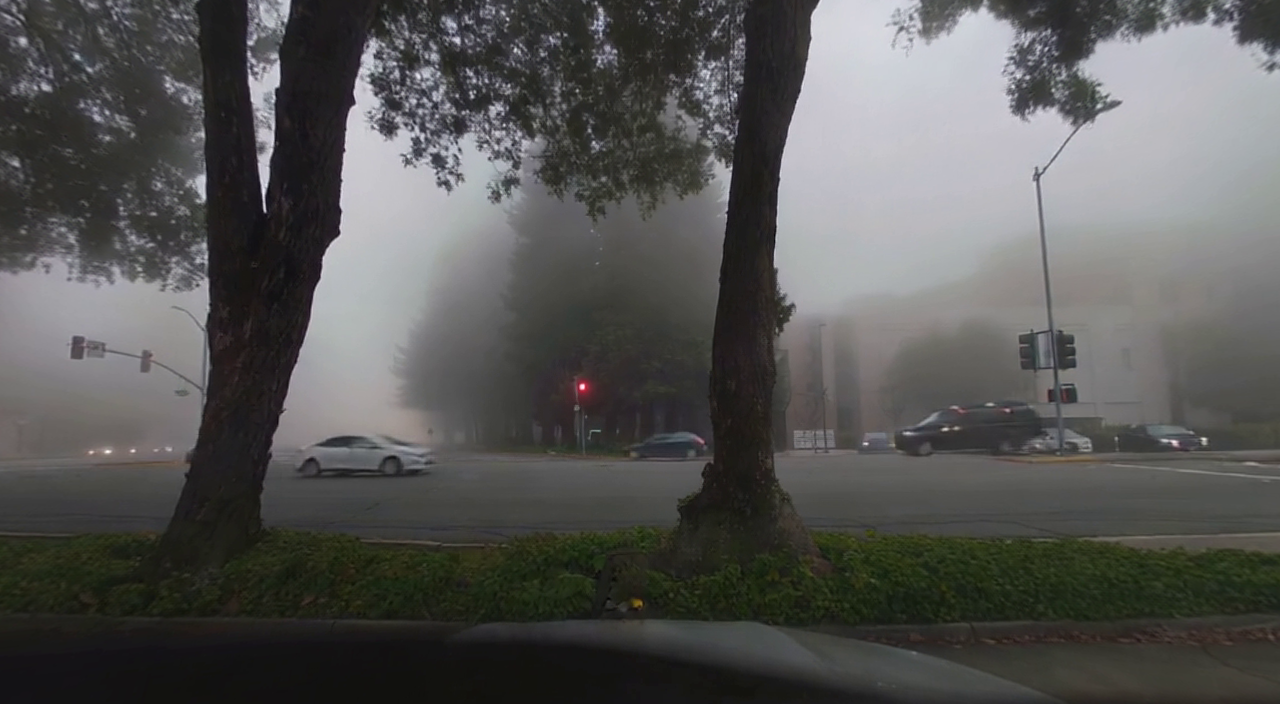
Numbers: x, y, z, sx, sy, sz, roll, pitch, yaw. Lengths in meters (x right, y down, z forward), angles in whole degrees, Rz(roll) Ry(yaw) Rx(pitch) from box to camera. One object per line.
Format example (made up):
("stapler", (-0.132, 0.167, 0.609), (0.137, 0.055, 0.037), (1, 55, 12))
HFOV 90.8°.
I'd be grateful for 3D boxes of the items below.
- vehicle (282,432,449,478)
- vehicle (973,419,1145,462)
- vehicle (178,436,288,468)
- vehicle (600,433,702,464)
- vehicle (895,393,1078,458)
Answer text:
("vehicle", (-9.296, 3.505, 21.579), (4.836, 1.445, 2.057), (-2, -9, 10))
("vehicle", (15.020, 3.221, 22.946), (4.749, 1.461, 1.892), (-1, -9, 9))
("vehicle", (-21.546, 5.308, 33.545), (4.677, 1.593, 2.029), (-2, -9, 10))
("vehicle", (0.589, 4.859, 31.800), (4.860, 1.441, 1.934), (-2, -9, 12))
("vehicle", (17.965, 3.942, 33.327), (7.790, 3.197, 2.653), (-2, -9, 10))
